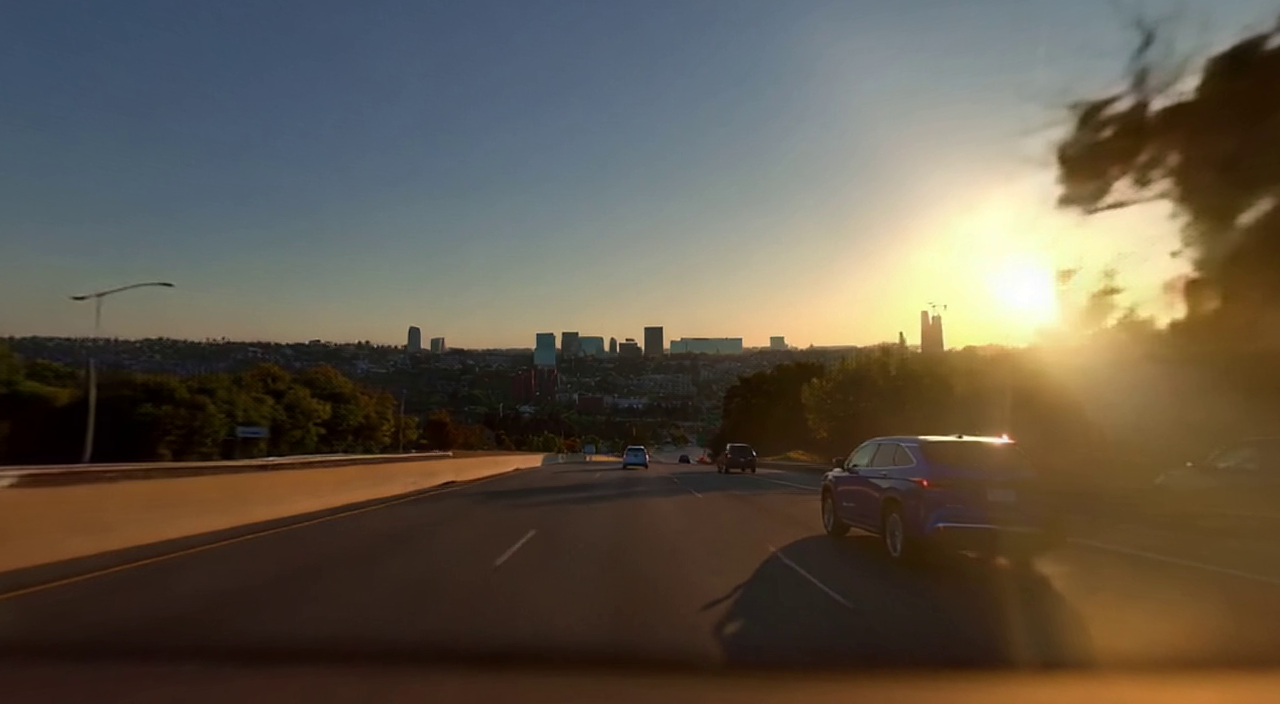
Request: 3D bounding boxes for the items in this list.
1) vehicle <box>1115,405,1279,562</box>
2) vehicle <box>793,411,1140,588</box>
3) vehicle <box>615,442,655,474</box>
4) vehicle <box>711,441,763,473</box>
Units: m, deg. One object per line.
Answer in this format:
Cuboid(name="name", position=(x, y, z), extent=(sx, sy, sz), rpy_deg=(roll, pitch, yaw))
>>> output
Cuboid(name="vehicle", position=(8.478, 1.531, 7.369), extent=(1.967, 1.816, 4.775), rpy_deg=(0, -8, -3))
Cuboid(name="vehicle", position=(3.639, 1.712, 8.230), extent=(2.097, 1.659, 4.320), rpy_deg=(0, -8, -2))
Cuboid(name="vehicle", position=(-0.351, 6.214, 37.479), extent=(2.181, 1.768, 4.383), rpy_deg=(0, -8, -2))
Cuboid(name="vehicle", position=(7.108, 7.742, 46.950), extent=(2.526, 2.230, 6.190), rpy_deg=(0, -8, -3))
